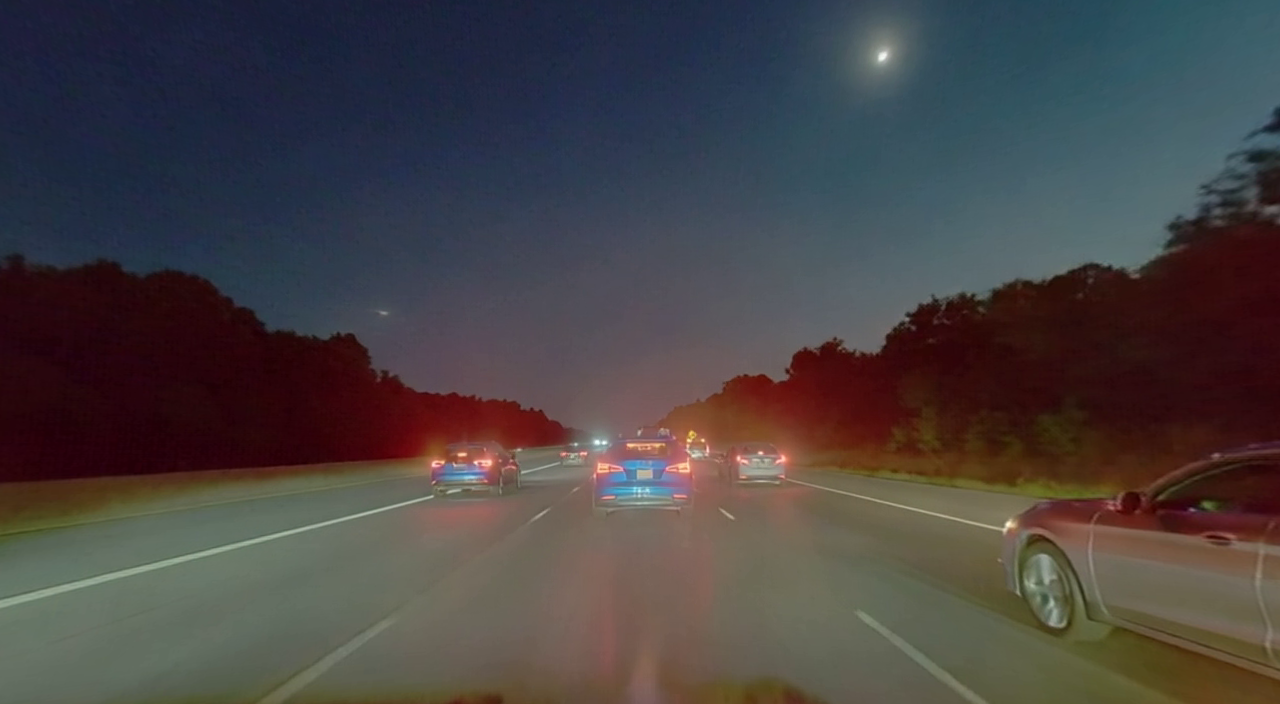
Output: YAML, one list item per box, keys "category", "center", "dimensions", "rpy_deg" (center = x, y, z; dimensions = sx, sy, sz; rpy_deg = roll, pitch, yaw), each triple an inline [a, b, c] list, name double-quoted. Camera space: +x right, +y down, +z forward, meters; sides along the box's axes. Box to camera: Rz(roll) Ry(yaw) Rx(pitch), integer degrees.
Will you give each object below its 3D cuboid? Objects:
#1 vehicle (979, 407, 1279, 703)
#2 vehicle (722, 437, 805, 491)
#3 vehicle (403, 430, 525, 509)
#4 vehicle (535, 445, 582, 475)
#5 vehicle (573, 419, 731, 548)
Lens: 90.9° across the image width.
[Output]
- category: "vehicle"
  center: [3.678, 0.956, 2.672]
  dimensions: [1.953, 1.434, 4.511]
  rpy_deg: [0, -9, 0]
- category: "vehicle"
  center: [3.986, 3.678, 20.930]
  dimensions: [1.905, 1.590, 3.746]
  rpy_deg: [0, -9, -1]
- category: "vehicle"
  center: [-4.191, 2.853, 15.662]
  dimensions: [1.890, 1.708, 3.844]
  rpy_deg: [0, -9, 0]
- category: "vehicle"
  center: [-4.172, 5.624, 32.966]
  dimensions: [1.910, 1.468, 3.781]
  rpy_deg: [0, -9, 1]
- category: "vehicle"
  center: [0.154, 2.042, 10.332]
  dimensions: [2.093, 1.695, 3.782]
  rpy_deg: [0, -9, 0]
